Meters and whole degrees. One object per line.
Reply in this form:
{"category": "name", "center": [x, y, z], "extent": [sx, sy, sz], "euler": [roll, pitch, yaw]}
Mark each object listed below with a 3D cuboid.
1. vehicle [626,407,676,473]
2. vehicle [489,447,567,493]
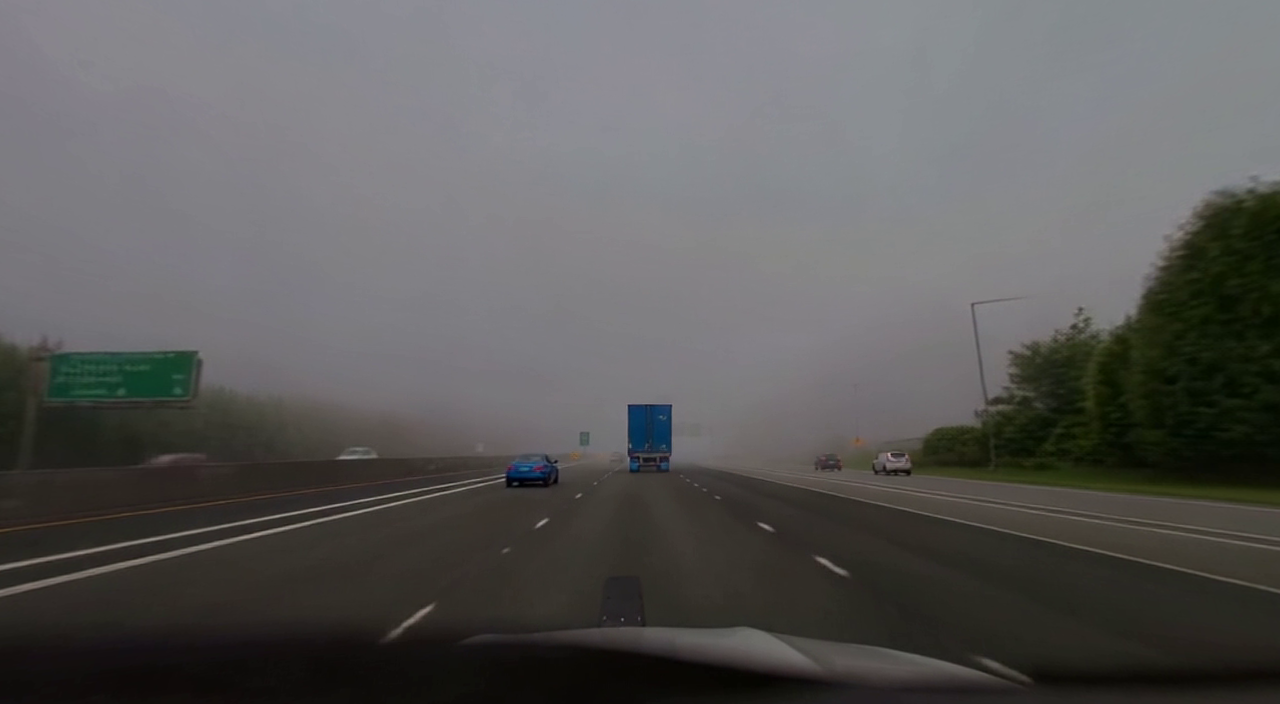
{"category": "vehicle", "center": [0.756, 6.203, 44.124], "extent": [3.022, 4.072, 10.318], "euler": [0, -9, 1]}
{"category": "vehicle", "center": [-3.926, 4.211, 22.920], "extent": [1.931, 1.466, 4.458], "euler": [0, -9, 1]}
